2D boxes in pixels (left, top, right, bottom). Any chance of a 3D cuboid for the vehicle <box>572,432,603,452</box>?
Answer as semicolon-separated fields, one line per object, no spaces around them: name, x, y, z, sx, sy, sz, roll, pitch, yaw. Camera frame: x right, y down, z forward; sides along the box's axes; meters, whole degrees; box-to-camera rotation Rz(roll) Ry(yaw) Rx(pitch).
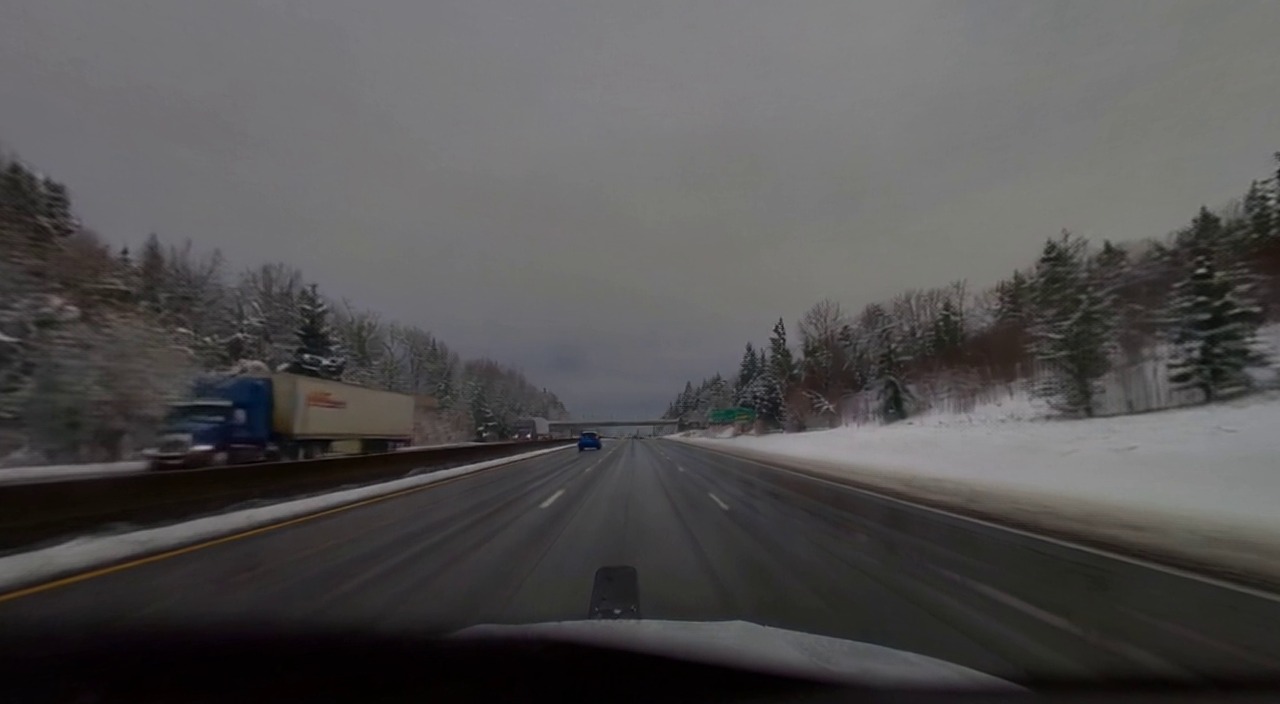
vehicle;-3.898;6.771;47.574;2.085;1.479;3.846;0;-8;-1

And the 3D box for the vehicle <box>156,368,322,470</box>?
vehicle;-16.511;2.879;26.572;2.985;3.825;5.832;0;-8;0
